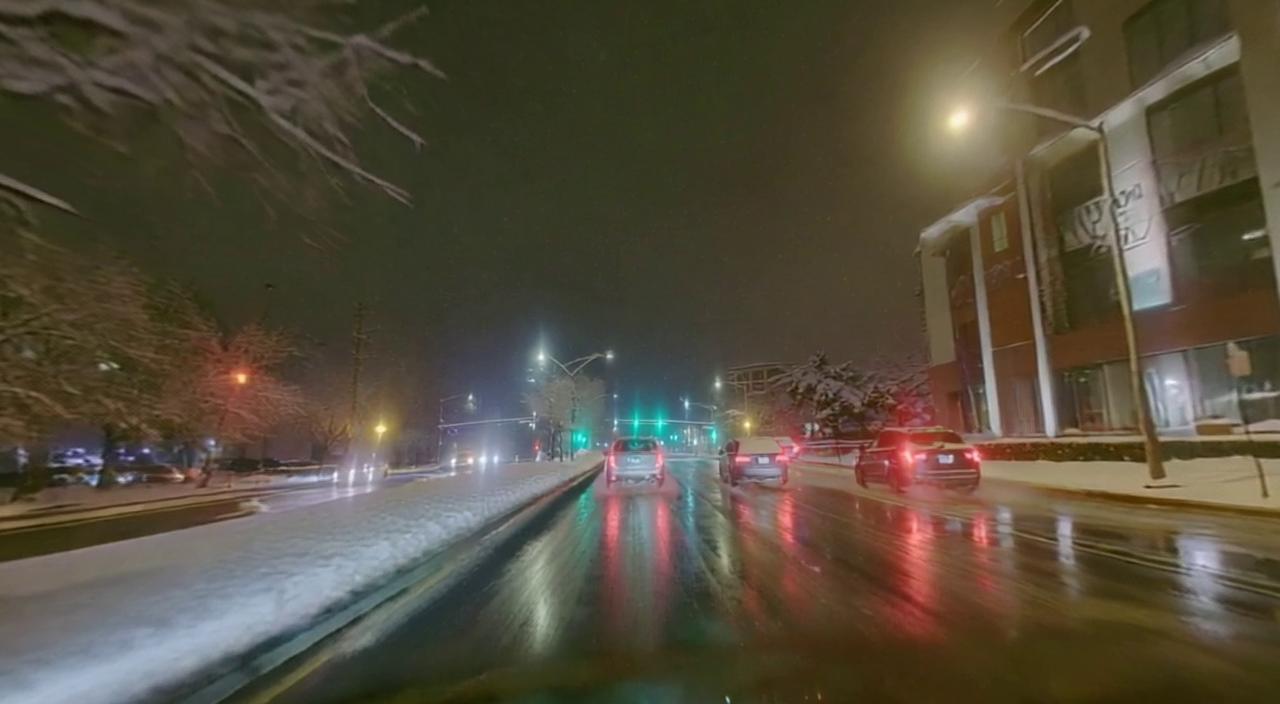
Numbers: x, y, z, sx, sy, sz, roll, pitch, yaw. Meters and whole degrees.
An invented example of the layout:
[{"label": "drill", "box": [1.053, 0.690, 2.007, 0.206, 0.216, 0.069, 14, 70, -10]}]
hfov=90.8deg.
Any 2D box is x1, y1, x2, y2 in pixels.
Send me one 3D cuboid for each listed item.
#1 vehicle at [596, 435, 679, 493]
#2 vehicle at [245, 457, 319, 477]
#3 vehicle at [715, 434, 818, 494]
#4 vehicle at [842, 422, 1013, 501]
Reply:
[{"label": "vehicle", "box": [-0.120, 3.170, 18.195, 2.101, 1.444, 4.248, 0, -9, -2]}, {"label": "vehicle", "box": [-28.208, 9.070, 49.875, 4.693, 1.499, 1.838, -1, -9, 1]}, {"label": "vehicle", "box": [3.446, 3.149, 18.133, 1.993, 1.477, 4.240, 0, -9, -1]}, {"label": "vehicle", "box": [7.139, 2.781, 16.403, 2.052, 1.708, 4.842, 0, -9, -1]}]
